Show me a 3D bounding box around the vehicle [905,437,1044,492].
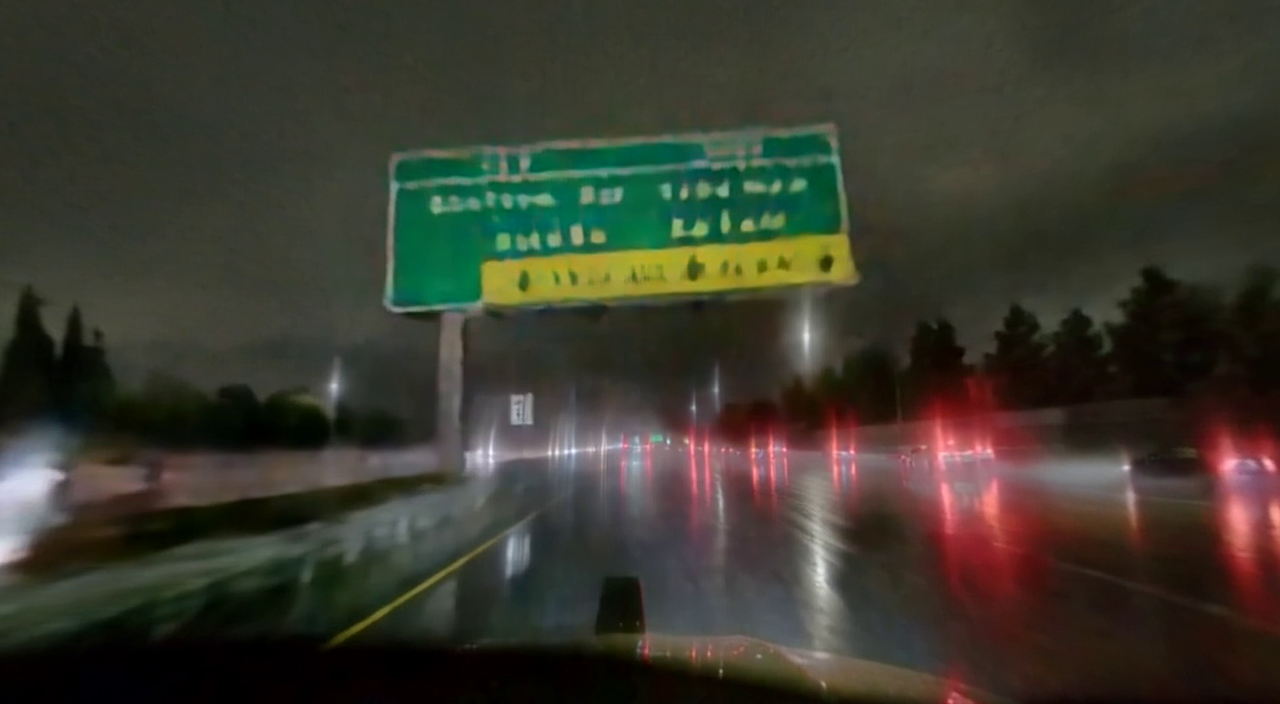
[{"bbox_3d":[9.728,3.294,18.792,1.836,1.418,4.132,0,-9,0],"label":"vehicle"}]

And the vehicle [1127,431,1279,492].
[{"bbox_3d":[16.700,3.045,17.864,1.936,1.498,4.883,0,-9,0],"label":"vehicle"}]

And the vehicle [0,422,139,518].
[{"bbox_3d":[-12.381,2.196,12.165,1.989,1.694,4.081,1,-8,1],"label":"vehicle"}]
